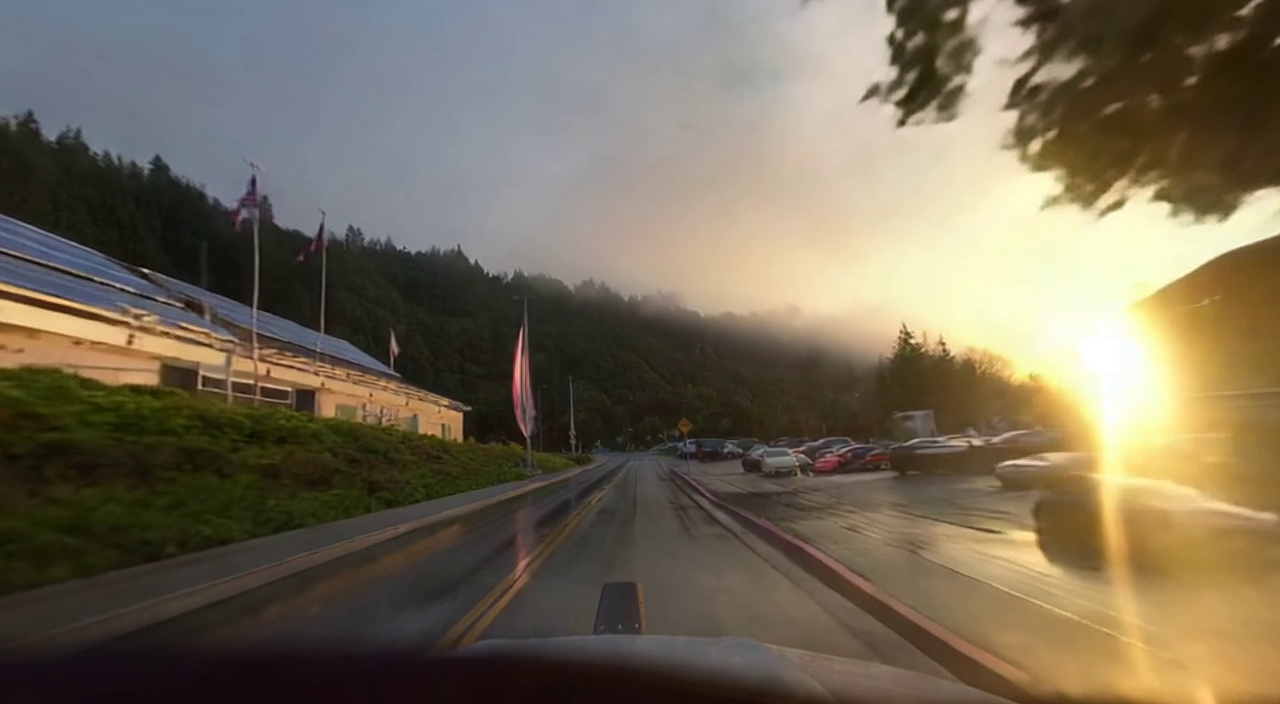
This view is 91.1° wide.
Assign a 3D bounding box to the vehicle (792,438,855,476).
[{"bbox_3d":[10.184,5.854,35.287,2.113,1.945,4.546,-1,-9,0],"label":"vehicle"}]

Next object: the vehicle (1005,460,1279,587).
[{"bbox_3d":[8.044,2.493,9.874,1.981,1.471,3.636,1,-9,-11],"label":"vehicle"}]

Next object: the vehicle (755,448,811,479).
[{"bbox_3d":[7.512,5.857,33.326,1.909,1.496,4.079,-1,-9,-1],"label":"vehicle"}]

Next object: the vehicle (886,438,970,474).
[{"bbox_3d":[14.603,5.288,32.196,1.947,1.657,4.314,0,-9,-5],"label":"vehicle"}]
